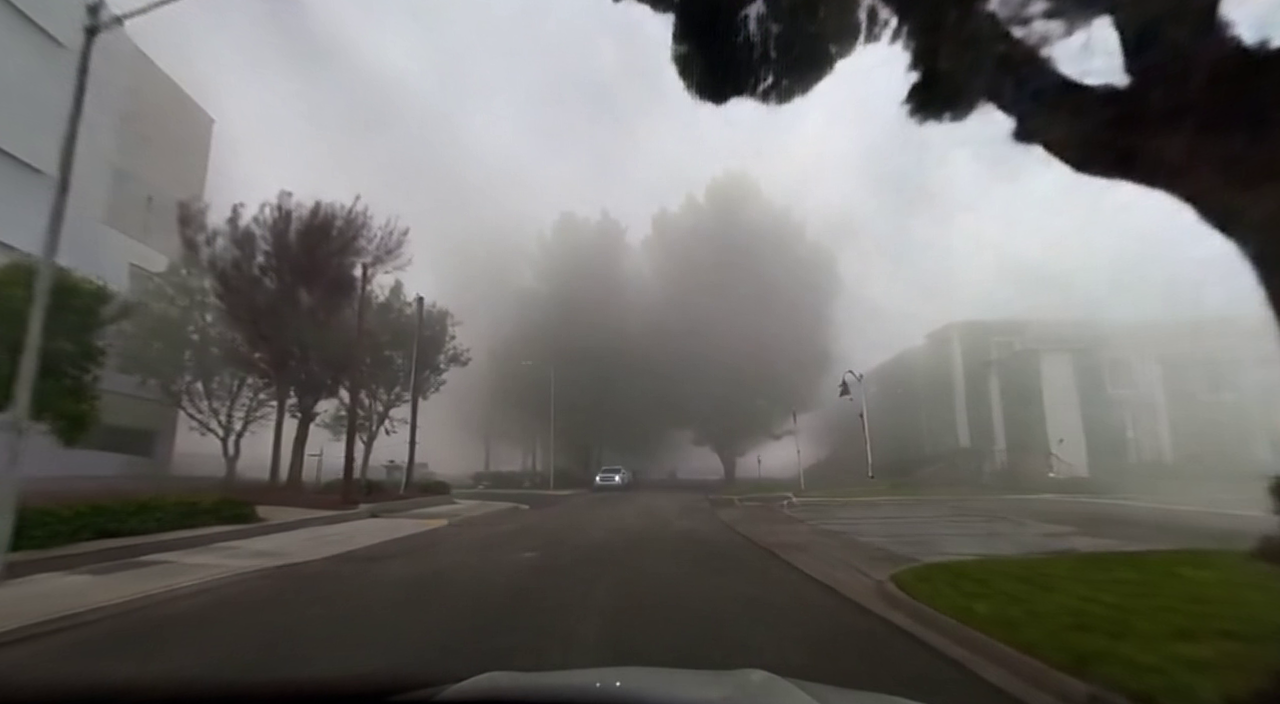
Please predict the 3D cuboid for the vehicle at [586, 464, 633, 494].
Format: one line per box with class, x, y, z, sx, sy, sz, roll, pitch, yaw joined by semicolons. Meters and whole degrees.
vehicle;-1.887;8.136;40.583;2.022;1.776;4.625;-3;-10;10
